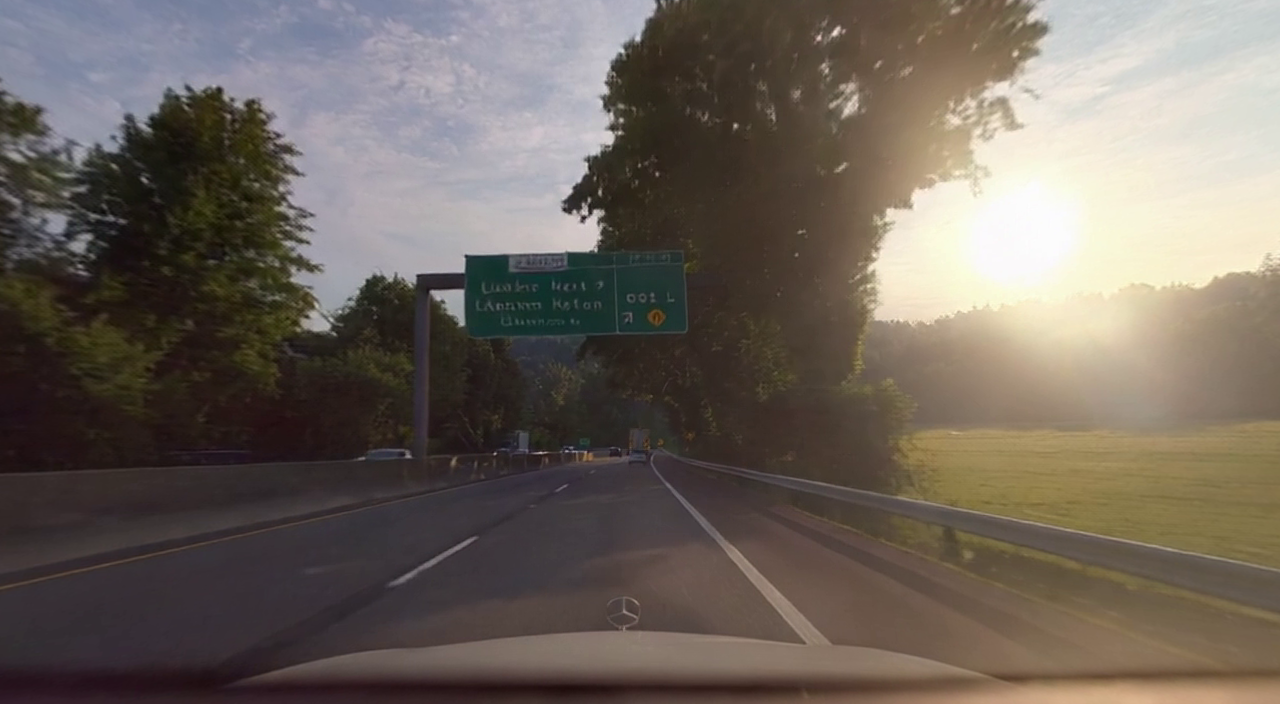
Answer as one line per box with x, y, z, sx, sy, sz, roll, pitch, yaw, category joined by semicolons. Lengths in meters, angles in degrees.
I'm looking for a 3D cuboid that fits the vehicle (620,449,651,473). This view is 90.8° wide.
-0.298;6.765;39.328;1.853;1.436;3.438;0;-9;-1;vehicle

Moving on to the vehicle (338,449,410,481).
-12.557;5.347;30.074;1.810;1.424;3.661;0;-9;0;vehicle
